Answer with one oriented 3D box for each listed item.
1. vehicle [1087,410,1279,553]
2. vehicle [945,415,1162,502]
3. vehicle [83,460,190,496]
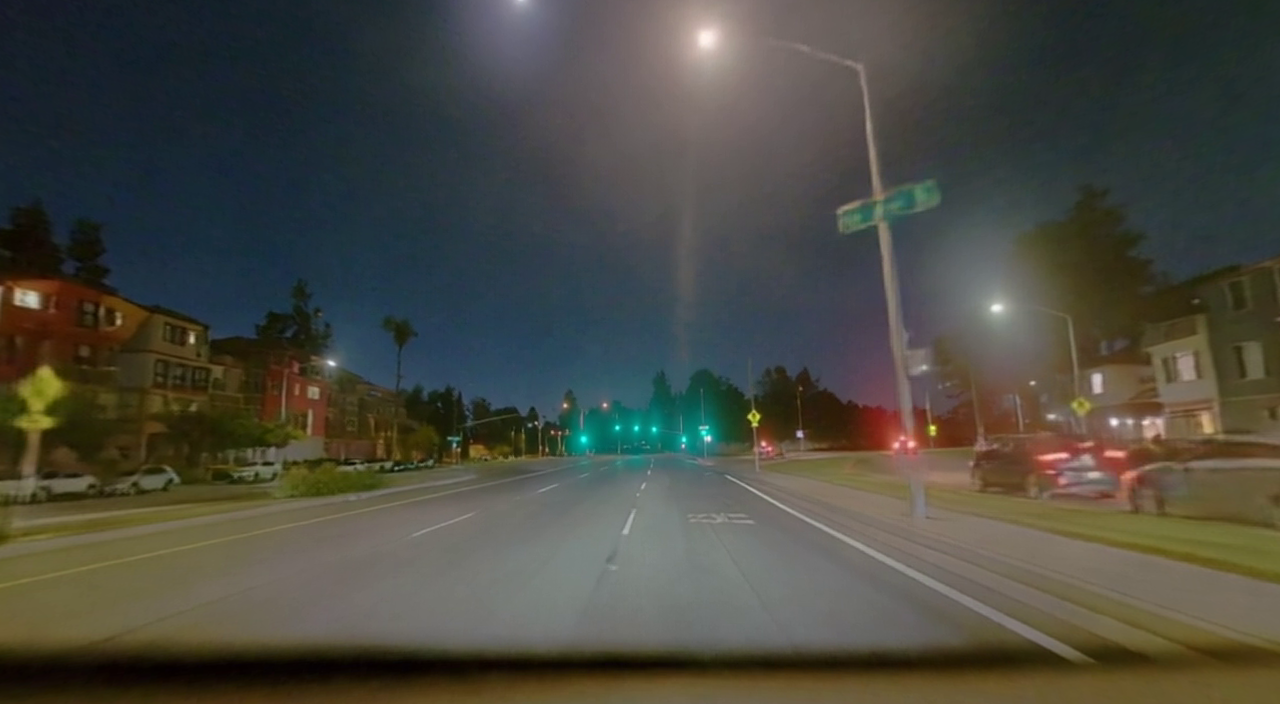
[{"bbox_3d":[8.954,1.753,8.698,1.923,1.741,4.683,-3,-13,-2],"label":"vehicle"},{"bbox_3d":[9.096,2.595,14.536,2.004,1.476,4.588,-5,-14,3],"label":"vehicle"},{"bbox_3d":[-27.467,6.992,34.674,1.936,1.723,4.573,-4,-13,2],"label":"vehicle"}]
